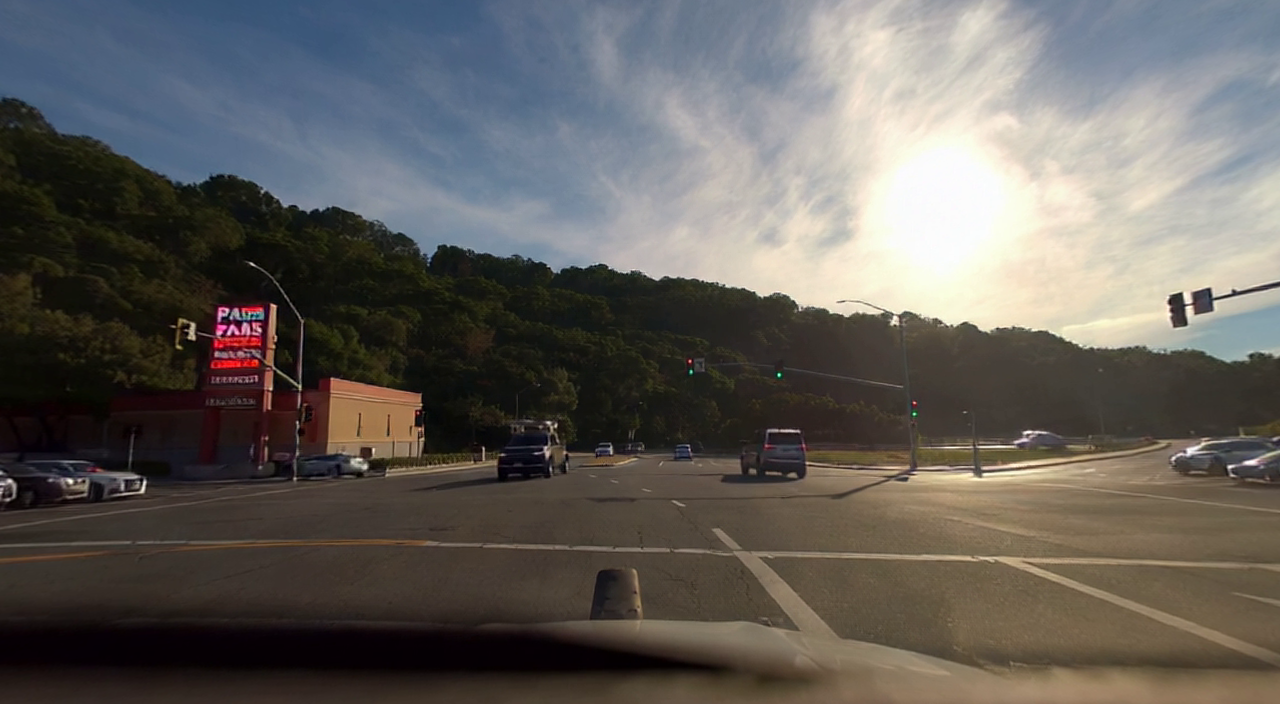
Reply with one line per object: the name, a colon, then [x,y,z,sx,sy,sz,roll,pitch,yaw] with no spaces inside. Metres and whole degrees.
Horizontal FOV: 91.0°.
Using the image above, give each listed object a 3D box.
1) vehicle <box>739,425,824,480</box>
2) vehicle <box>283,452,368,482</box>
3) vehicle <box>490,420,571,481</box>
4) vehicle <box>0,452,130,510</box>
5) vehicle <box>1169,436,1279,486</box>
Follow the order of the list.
vehicle: [6.170,4.470,28.171,2.388,2.201,5.139,0,-9,-3]
vehicle: [-19.008,6.901,38.054,4.336,1.706,2.069,5,-10,-30]
vehicle: [-4.549,4.245,27.309,2.318,2.325,5.910,0,-8,1]
vehicle: [-19.767,4.162,20.549,4.440,1.748,2.033,0,-9,1]
vehicle: [25.076,4.463,26.047,4.546,1.944,2.051,1,-9,-5]
